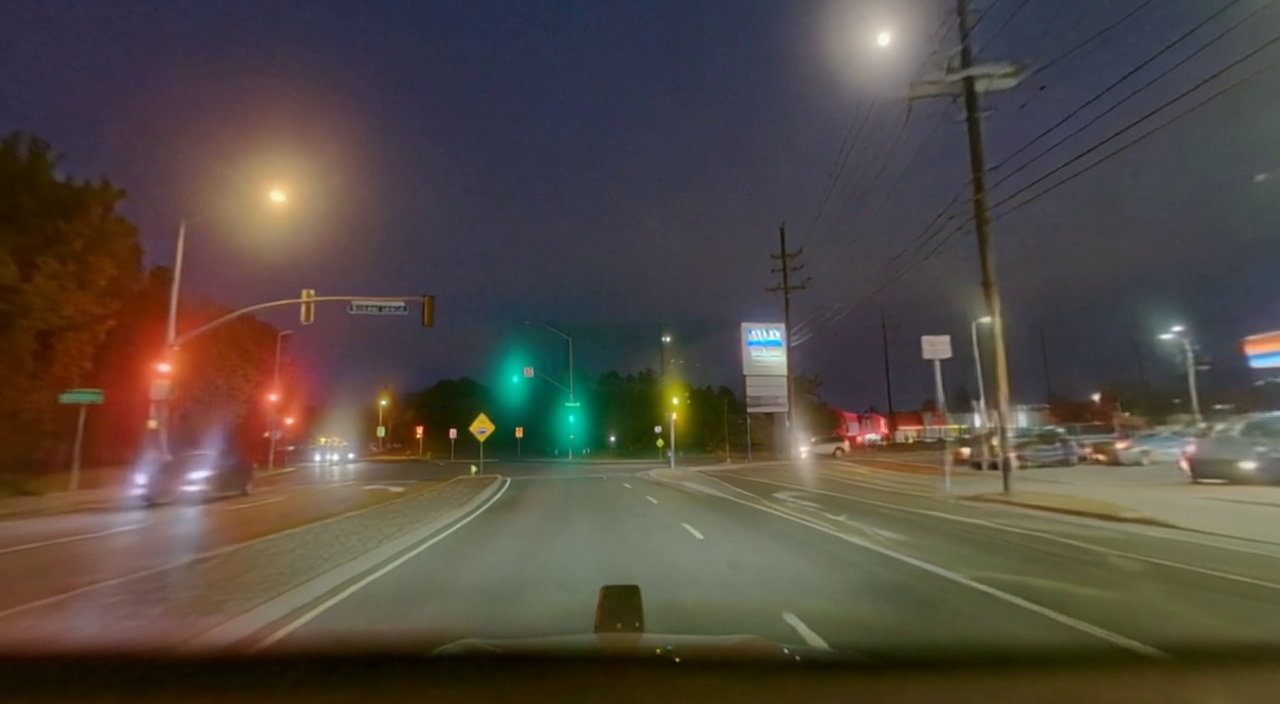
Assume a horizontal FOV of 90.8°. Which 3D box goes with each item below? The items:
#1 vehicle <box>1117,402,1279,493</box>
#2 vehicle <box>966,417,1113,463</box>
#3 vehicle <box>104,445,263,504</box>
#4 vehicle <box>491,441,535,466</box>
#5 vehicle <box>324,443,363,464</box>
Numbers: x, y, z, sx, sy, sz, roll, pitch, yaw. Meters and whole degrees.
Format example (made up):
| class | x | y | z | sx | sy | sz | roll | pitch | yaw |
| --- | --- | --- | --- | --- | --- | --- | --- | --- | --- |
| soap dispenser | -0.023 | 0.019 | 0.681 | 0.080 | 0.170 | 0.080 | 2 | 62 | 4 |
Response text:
| class | x | y | z | sx | sy | sz | roll | pitch | yaw |
| --- | --- | --- | --- | --- | --- | --- | --- | --- | --- |
| vehicle | 13.687 | 2.098 | 13.884 | 4.444 | 1.815 | 2.239 | -1 | -9 | 3 |
| vehicle | 14.991 | 3.345 | 23.913 | 4.141 | 1.648 | 2.036 | 0 | -8 | 2 |
| vehicle | -12.924 | 3.426 | 18.293 | 1.863 | 1.439 | 4.351 | 1 | -8 | -9 |
| vehicle | -8.227 | 6.505 | 40.738 | 2.094 | 1.500 | 3.682 | 3 | -9 | -21 |
| vehicle | -22.322 | 7.580 | 47.461 | 2.207 | 1.503 | 4.561 | 4 | -9 | -29 |
